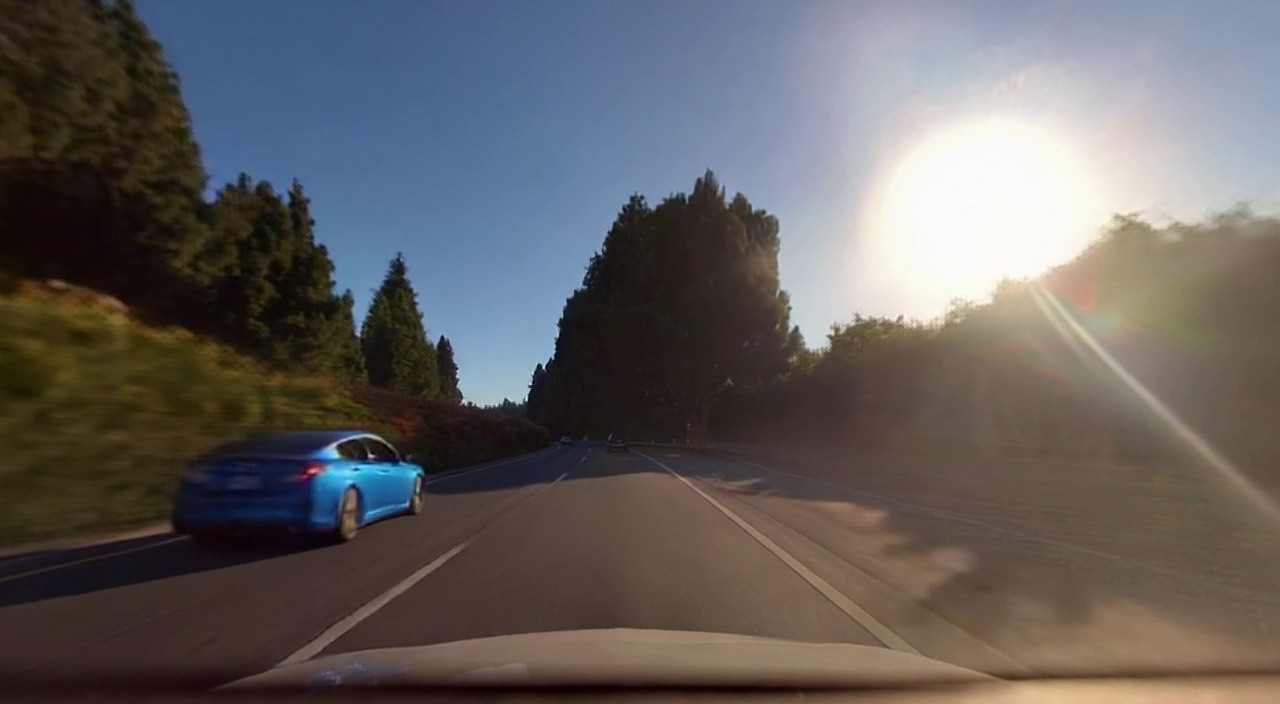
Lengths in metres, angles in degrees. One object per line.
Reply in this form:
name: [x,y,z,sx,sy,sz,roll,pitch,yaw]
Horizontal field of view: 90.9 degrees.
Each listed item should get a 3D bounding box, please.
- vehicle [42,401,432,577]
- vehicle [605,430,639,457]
vehicle: [-4.561,1.602,8.357,2.039,1.627,4.844,0,-8,-1]
vehicle: [-1.168,5.780,39.954,2.041,1.618,3.898,0,-8,-3]
